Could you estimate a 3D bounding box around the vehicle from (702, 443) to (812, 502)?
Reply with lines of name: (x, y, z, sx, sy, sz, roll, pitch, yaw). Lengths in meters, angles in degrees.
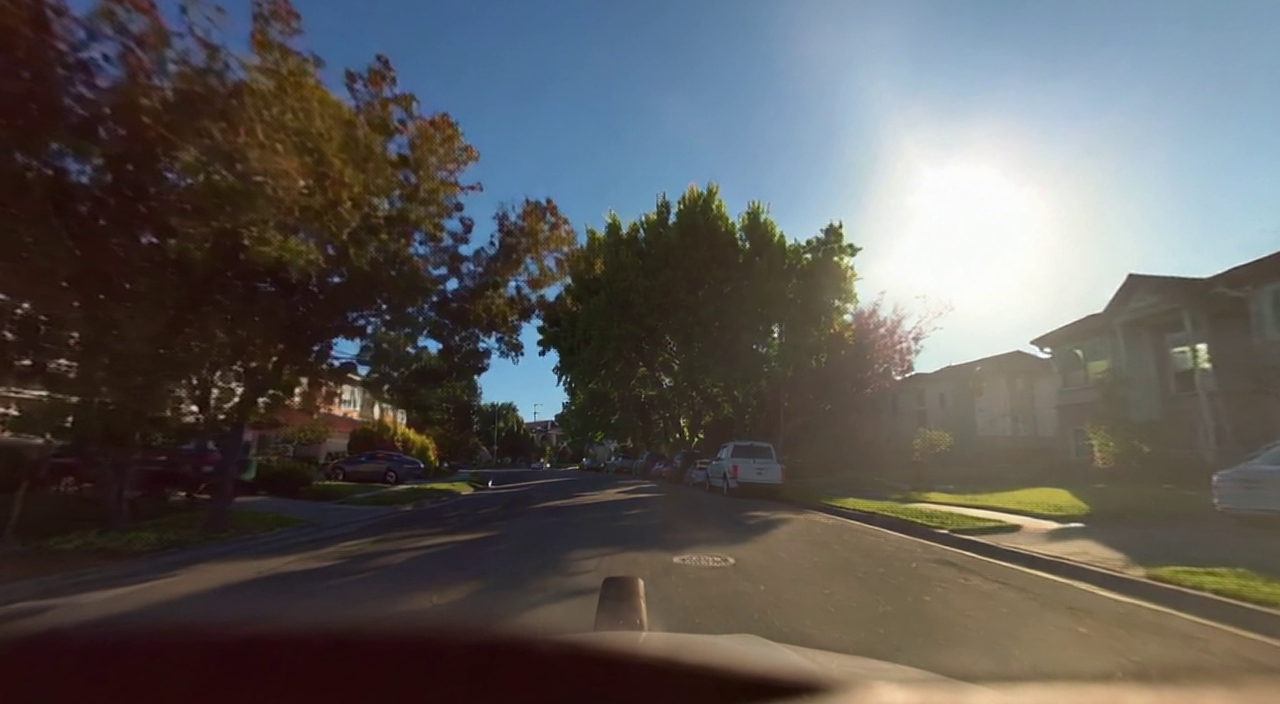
vehicle: (4.277, 4.574, 24.431, 2.715, 1.900, 6.163, 3, -9, -4)

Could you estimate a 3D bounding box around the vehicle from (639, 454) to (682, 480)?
vehicle: (1.489, 8.808, 48.728, 2.111, 1.771, 4.942, 2, -9, -13)
